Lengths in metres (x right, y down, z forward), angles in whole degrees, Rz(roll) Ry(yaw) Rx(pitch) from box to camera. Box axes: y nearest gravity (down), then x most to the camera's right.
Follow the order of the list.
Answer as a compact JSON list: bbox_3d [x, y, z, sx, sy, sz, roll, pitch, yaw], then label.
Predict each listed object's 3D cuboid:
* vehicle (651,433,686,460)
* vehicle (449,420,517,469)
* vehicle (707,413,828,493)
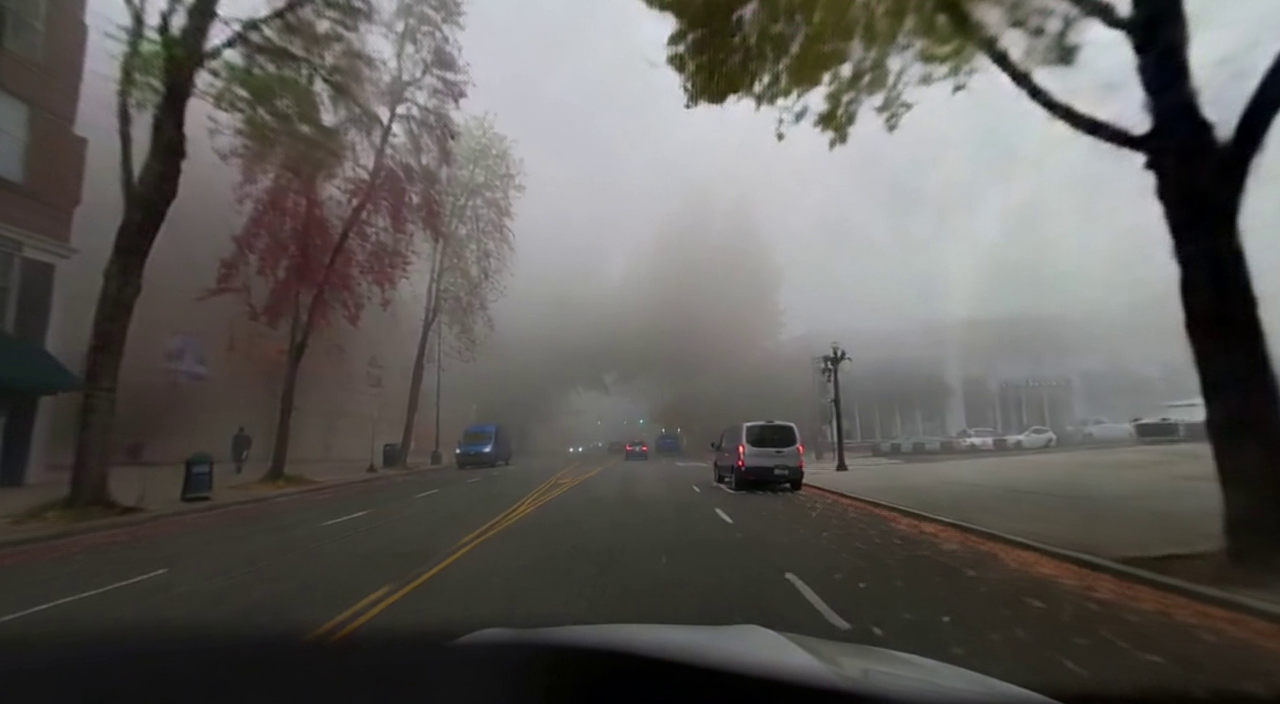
[{"bbox_3d":[2.300,7.323,49.141,2.147,1.968,4.478,-1,-7,10],"label":"vehicle"},{"bbox_3d":[-8.877,5.264,36.213,2.348,2.588,5.860,0,-7,1],"label":"vehicle"},{"bbox_3d":[3.478,2.870,18.410,2.357,1.986,5.136,1,-7,-2],"label":"vehicle"}]
